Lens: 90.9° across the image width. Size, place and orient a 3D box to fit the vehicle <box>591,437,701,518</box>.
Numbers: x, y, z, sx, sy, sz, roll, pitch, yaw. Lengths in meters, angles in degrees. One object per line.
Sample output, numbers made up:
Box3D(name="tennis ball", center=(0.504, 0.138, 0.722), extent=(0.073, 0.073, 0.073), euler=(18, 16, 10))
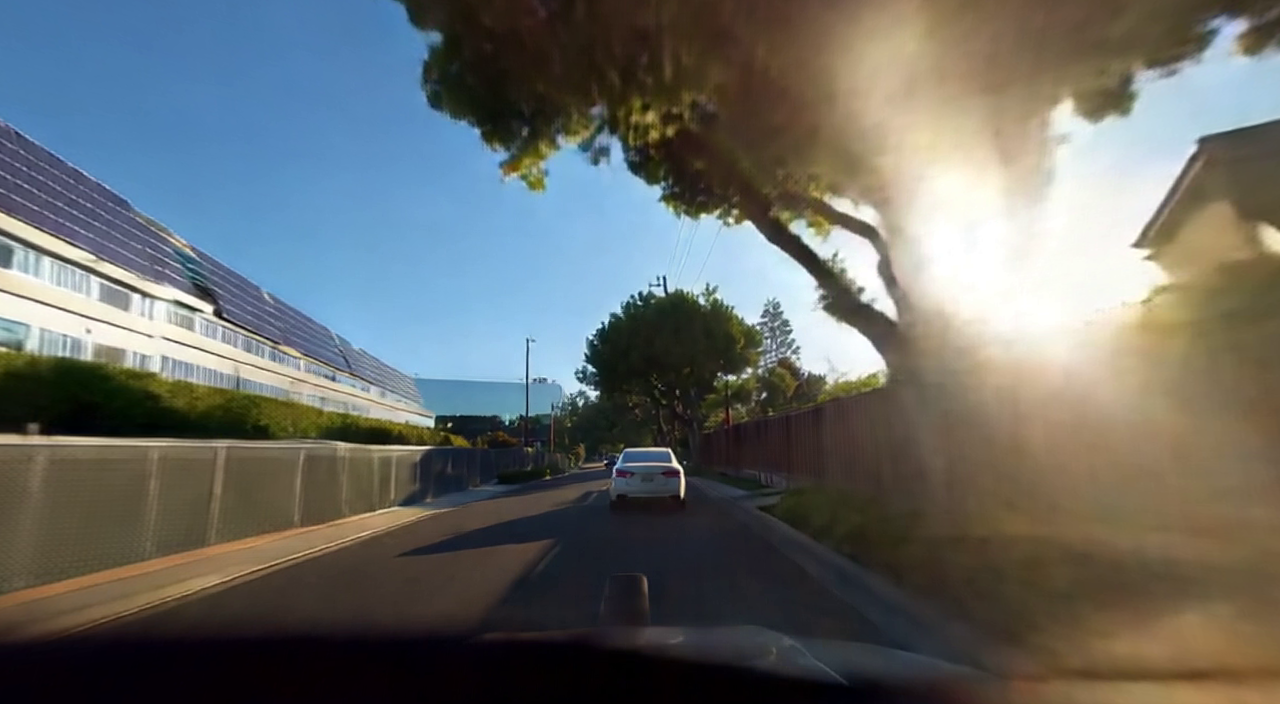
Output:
Box3D(name="vehicle", center=(0.094, 2.650, 13.900), extent=(2.060, 1.487, 3.920), euler=(0, -8, -1))
